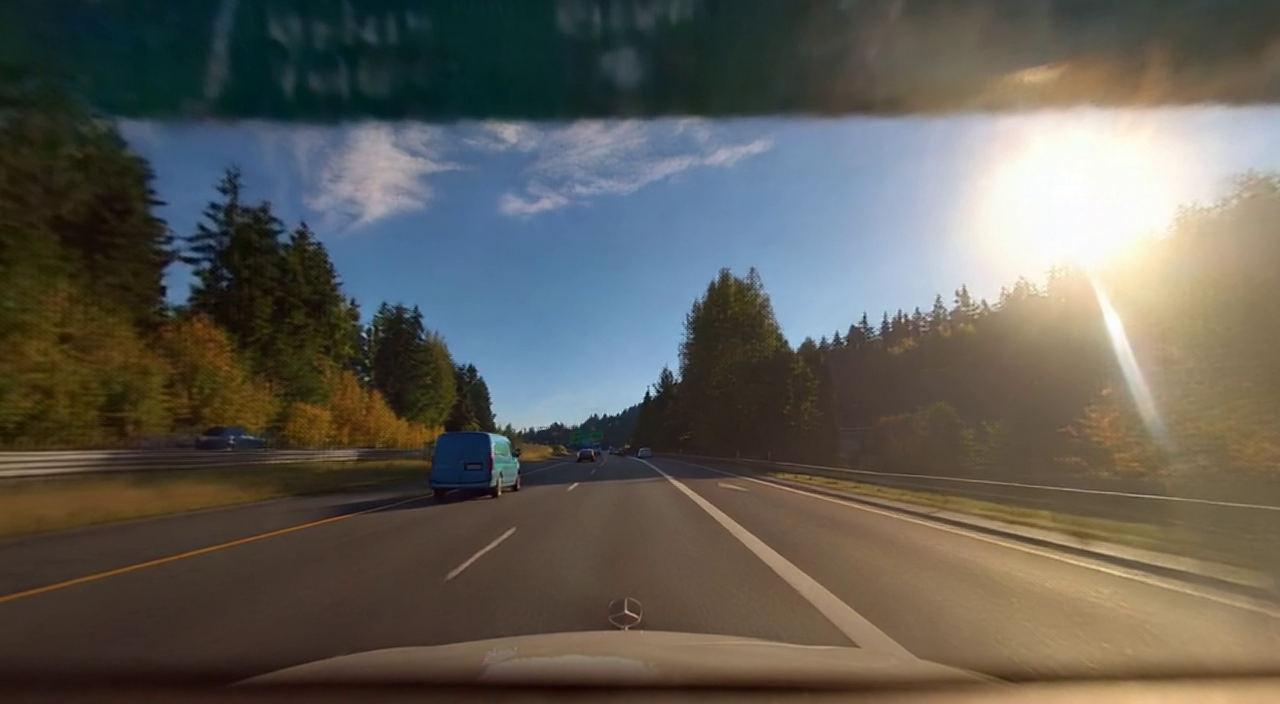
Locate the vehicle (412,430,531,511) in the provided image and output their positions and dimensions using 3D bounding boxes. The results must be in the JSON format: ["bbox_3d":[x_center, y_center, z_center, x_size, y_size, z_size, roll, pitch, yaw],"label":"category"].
[{"bbox_3d":[-4.197,3.028,16.505,1.971,1.795,4.389,0,-9,-2],"label":"vehicle"}]

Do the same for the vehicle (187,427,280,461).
[{"bbox_3d":[-18.712,4.280,29.202,1.879,1.492,3.607,0,-9,0],"label":"vehicle"}]
